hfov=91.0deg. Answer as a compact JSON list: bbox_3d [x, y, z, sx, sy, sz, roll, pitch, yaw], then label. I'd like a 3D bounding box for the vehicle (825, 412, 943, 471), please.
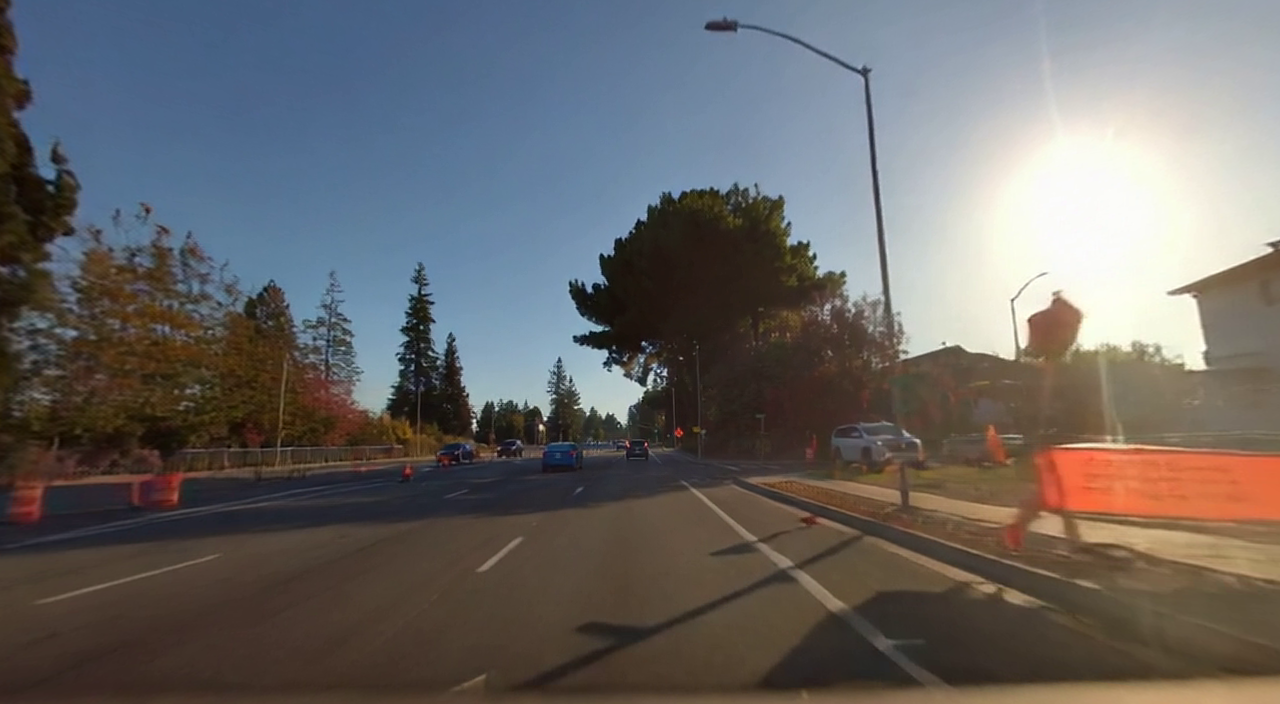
[{"bbox_3d":[9.097,3.449,24.213,2.352,1.991,5.862,0,-8,2],"label":"vehicle"}]

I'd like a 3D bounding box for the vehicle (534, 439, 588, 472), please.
[{"bbox_3d":[-4.203,5.595,34.345,2.198,1.663,4.519,-1,-8,2],"label":"vehicle"}]

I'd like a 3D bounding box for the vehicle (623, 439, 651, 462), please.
[{"bbox_3d":[-0.263,7.706,49.501,2.135,1.711,4.124,0,-8,0],"label":"vehicle"}]

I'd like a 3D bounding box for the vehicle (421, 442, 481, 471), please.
[{"bbox_3d":[-10.671,5.939,35.999,2.009,1.541,4.753,0,-8,-1],"label":"vehicle"}]
